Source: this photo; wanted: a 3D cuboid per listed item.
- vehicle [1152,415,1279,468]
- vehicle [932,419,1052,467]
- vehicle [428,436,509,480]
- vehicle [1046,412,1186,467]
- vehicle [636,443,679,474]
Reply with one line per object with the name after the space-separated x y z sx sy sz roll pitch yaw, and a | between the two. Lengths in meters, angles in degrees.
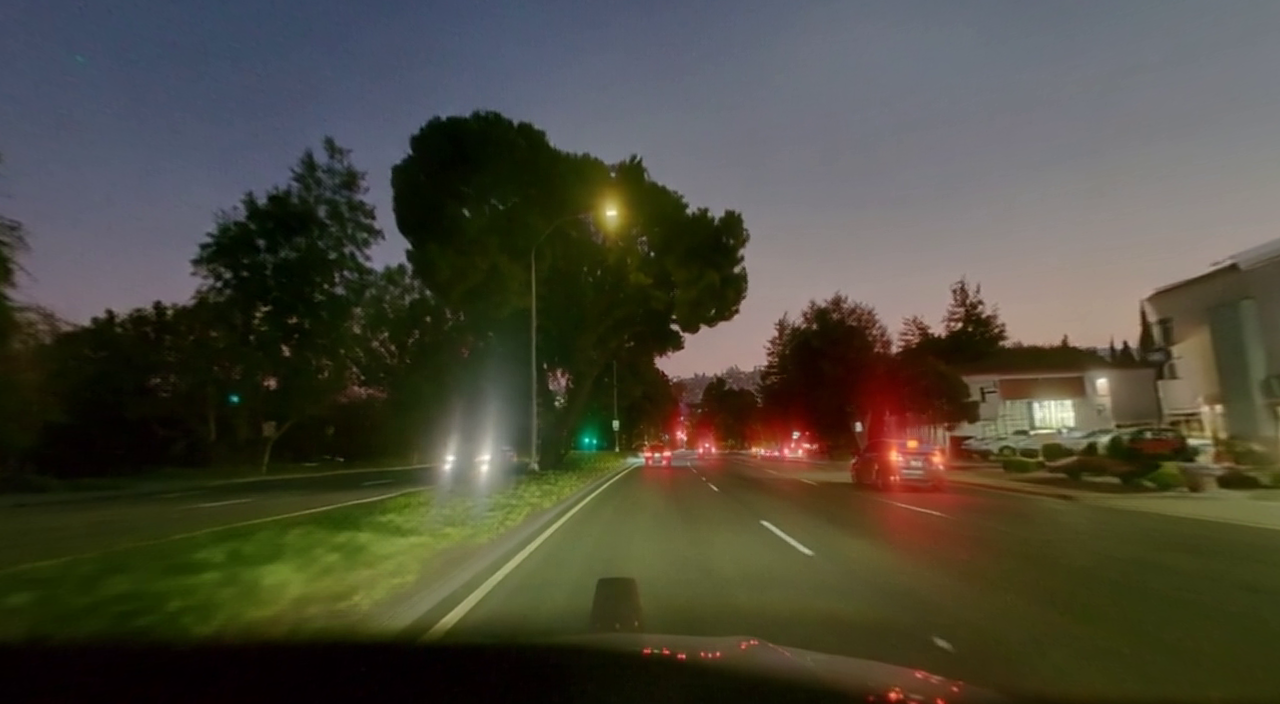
37.174 5.700 40.368 6.680 3.180 2.793 1 -8 -8 | vehicle
21.273 5.521 38.313 5.953 2.747 2.389 1 -8 -8 | vehicle
-7.348 4.598 27.601 2.102 1.735 4.491 -1 -8 3 | vehicle
29.117 5.393 38.803 6.569 3.235 2.798 1 -9 -8 | vehicle
0.913 5.456 32.539 2.095 1.456 3.873 0 -8 2 | vehicle
